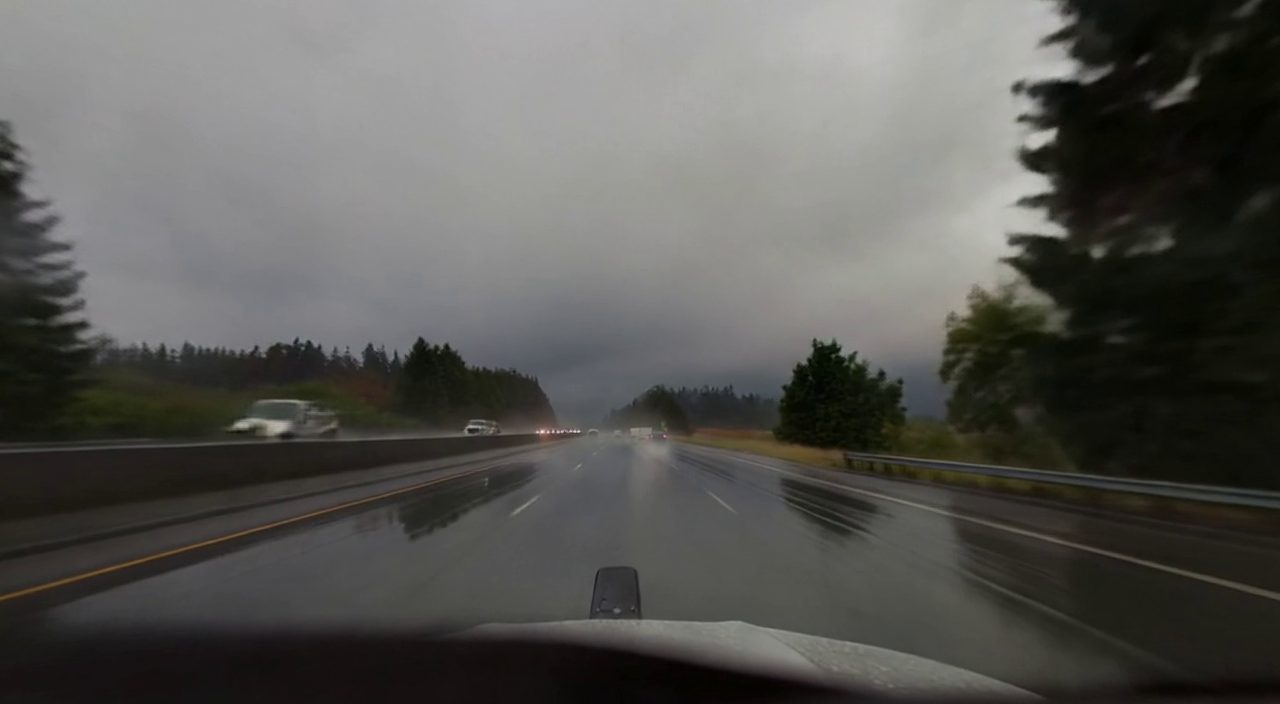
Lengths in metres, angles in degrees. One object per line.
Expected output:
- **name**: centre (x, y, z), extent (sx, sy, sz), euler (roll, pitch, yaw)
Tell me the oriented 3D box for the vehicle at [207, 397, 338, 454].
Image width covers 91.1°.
- **vehicle**: centre (-18.098, 3.751, 31.560), extent (2.609, 2.539, 6.751), euler (0, -8, -2)
